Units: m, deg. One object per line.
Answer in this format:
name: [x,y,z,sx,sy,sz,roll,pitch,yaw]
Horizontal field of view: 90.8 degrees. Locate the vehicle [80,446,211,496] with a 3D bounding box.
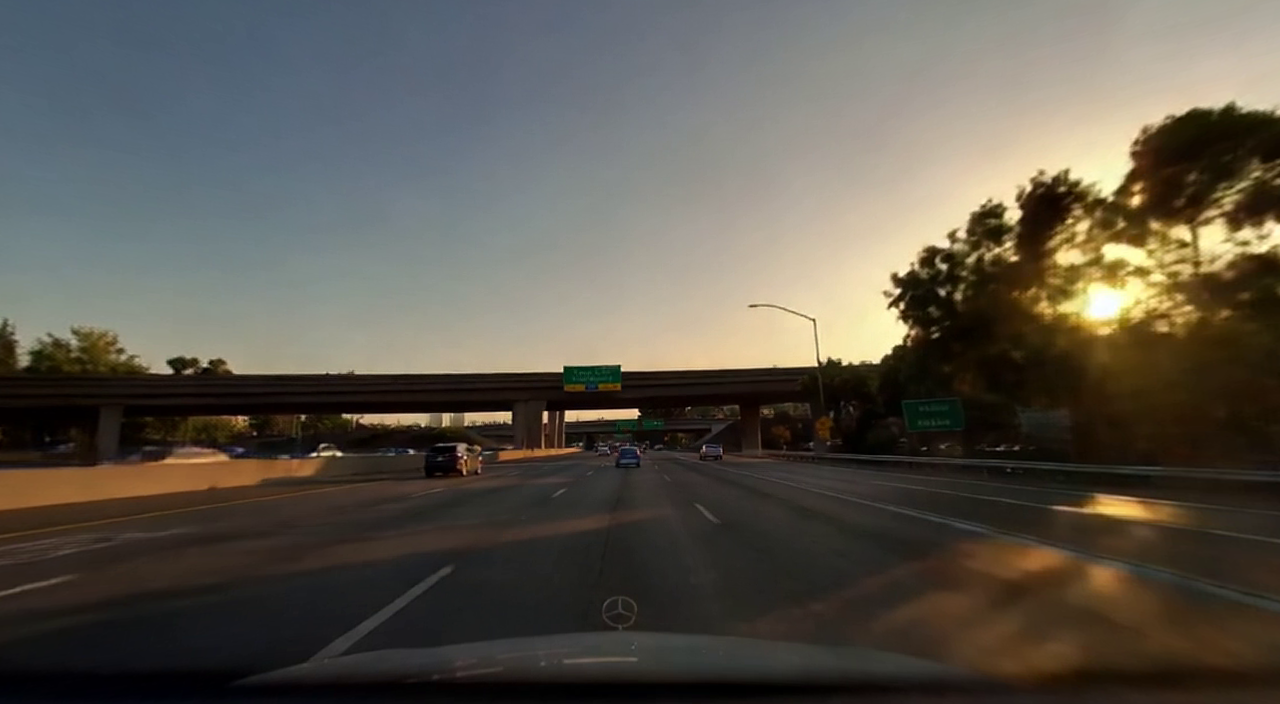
vehicle: [-20.425,4.885,26.384,2.021,1.788,4.335,1,-8,-2]

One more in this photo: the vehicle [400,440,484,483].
vehicle: [-7.726,4.291,25.087,1.957,1.554,4.350,0,-8,-1]

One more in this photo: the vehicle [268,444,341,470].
vehicle: [-24.113,7.543,45.713,2.331,1.753,5.521,0,-8,0]

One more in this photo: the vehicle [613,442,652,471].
vehicle: [-0.483,5.731,34.775,2.012,1.471,4.059,0,-8,-2]
